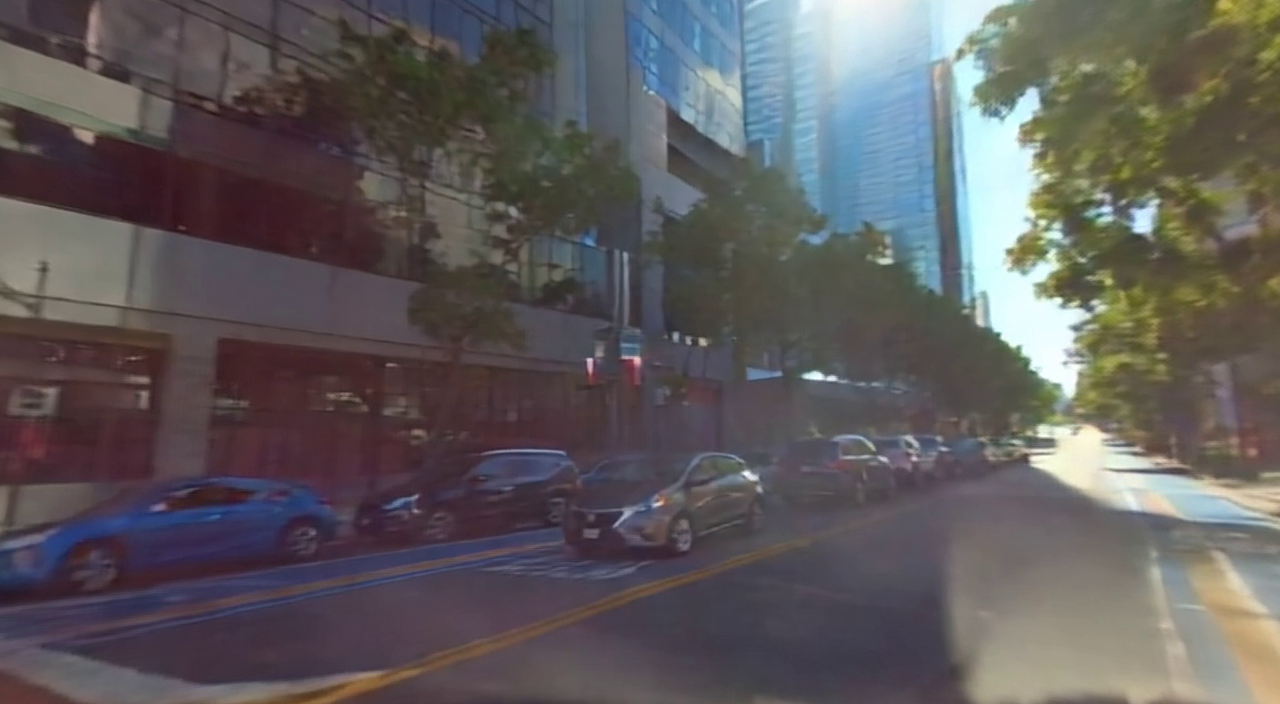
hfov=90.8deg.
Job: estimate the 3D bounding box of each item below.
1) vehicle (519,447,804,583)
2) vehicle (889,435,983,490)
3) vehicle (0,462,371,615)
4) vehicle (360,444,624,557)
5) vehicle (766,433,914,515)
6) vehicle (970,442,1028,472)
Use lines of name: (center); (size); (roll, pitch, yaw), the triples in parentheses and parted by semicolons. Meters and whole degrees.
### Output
vehicle: (0.630, 2.307, 10.012); (2.017, 1.558, 4.888); (-7, -11, 37)
vehicle: (11.250, 4.101, 23.844); (2.225, 1.848, 4.472); (-7, -11, 37)
vehicle: (-7.112, 2.810, 10.245); (1.996, 1.732, 4.705); (-14, -15, 34)
vehicle: (-3.268, 3.438, 15.368); (2.348, 2.086, 6.107); (-15, -15, 34)
vehicle: (5.362, 3.145, 16.544); (2.173, 1.814, 4.573); (-10, -13, 35)
vehicle: (21.155, 6.130, 37.103); (2.266, 1.621, 4.783); (-7, -11, 36)
